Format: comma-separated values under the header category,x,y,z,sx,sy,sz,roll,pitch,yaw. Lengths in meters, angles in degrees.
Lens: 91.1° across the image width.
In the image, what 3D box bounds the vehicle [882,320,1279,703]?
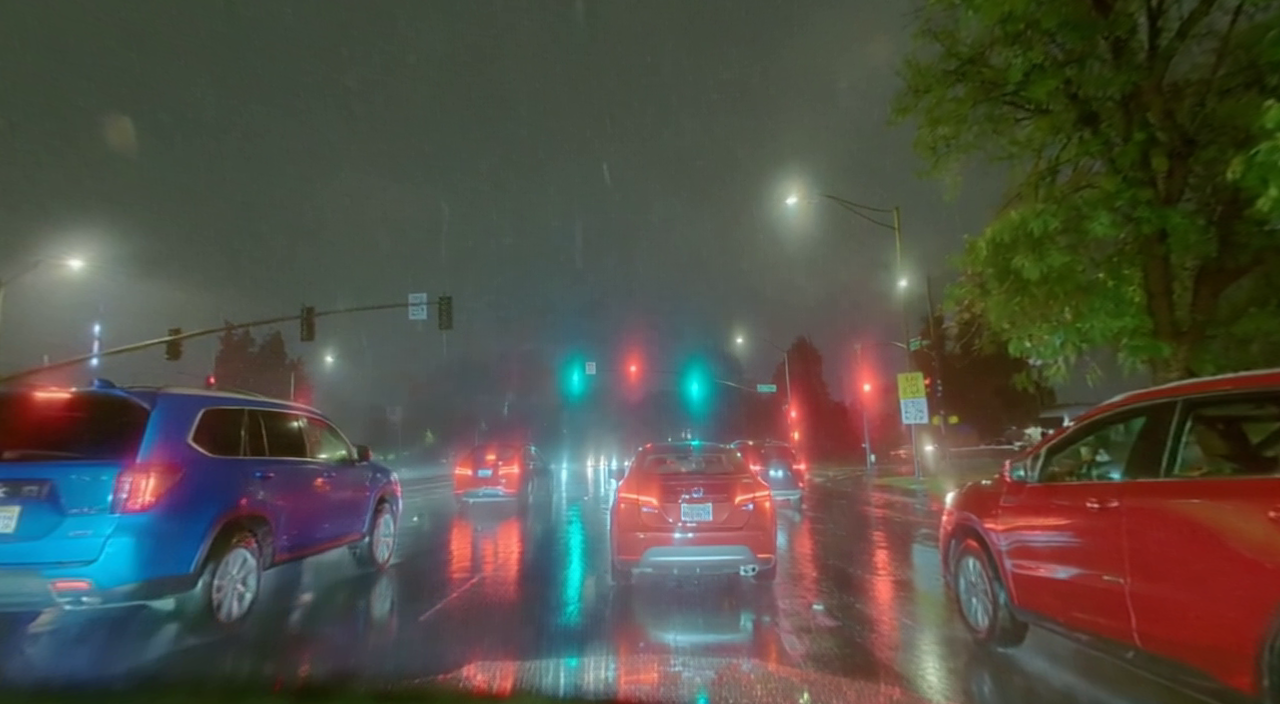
category,x,y,z,sx,sy,sz,roll,pitch,yaw
vehicle,3.056,0.941,3.163,1.880,1.747,4.500,0,-8,0

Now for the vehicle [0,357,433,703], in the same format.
category,x,y,z,sx,sy,sz,roll,pitch,yaw
vehicle,-3.443,1.216,5.237,1.889,1.767,4.289,0,-8,1

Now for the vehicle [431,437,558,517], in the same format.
category,x,y,z,sx,sy,sz,roll,pitch,yaw
vehicle,-3.076,2.716,14.209,1.868,1.516,4.114,0,-8,0

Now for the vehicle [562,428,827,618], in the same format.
category,x,y,z,sx,sy,sz,roll,pitch,yaw
vehicle,0.422,1.623,6.906,2.051,1.460,3.932,0,-8,0
